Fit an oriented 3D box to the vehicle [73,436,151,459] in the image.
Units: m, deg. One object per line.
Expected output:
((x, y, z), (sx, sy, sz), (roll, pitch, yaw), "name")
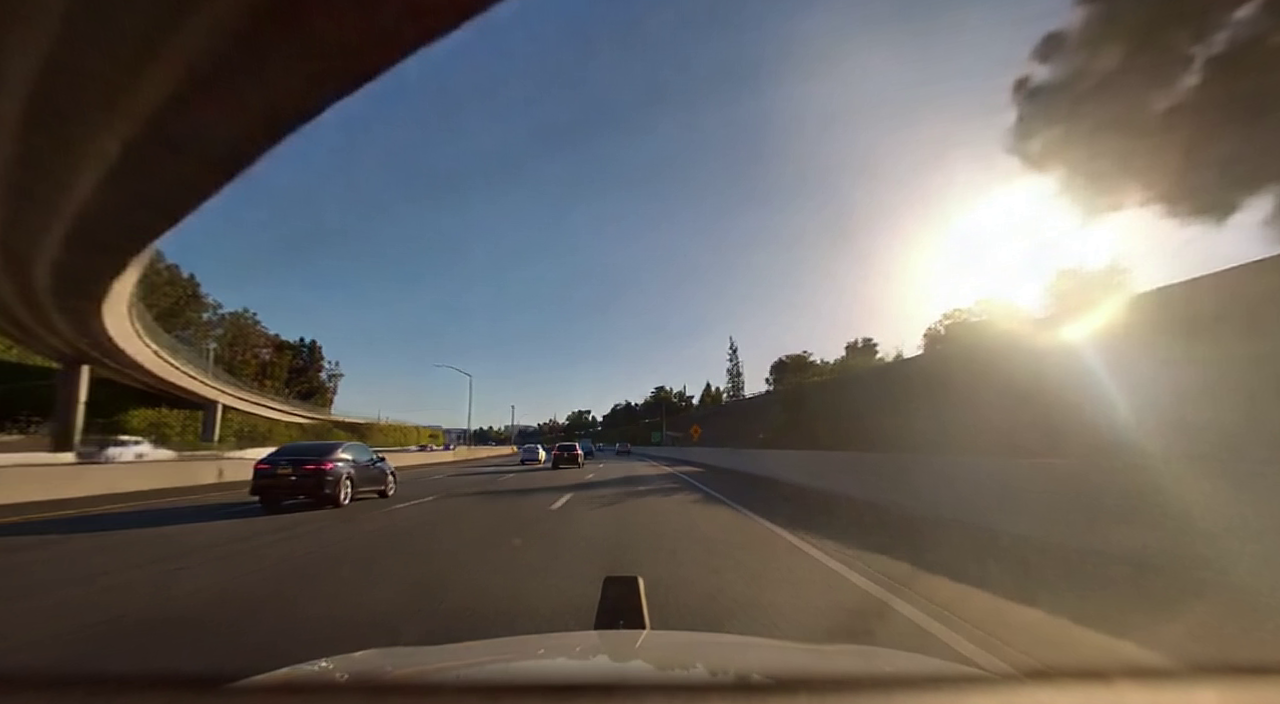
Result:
((-38.132, 6.913, 45.778), (1.823, 1.601, 4.433), (0, -8, -1), "vehicle")

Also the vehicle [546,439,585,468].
((-4.469, 6.146, 38.348), (1.971, 1.643, 4.009), (0, -8, -2), "vehicle")
